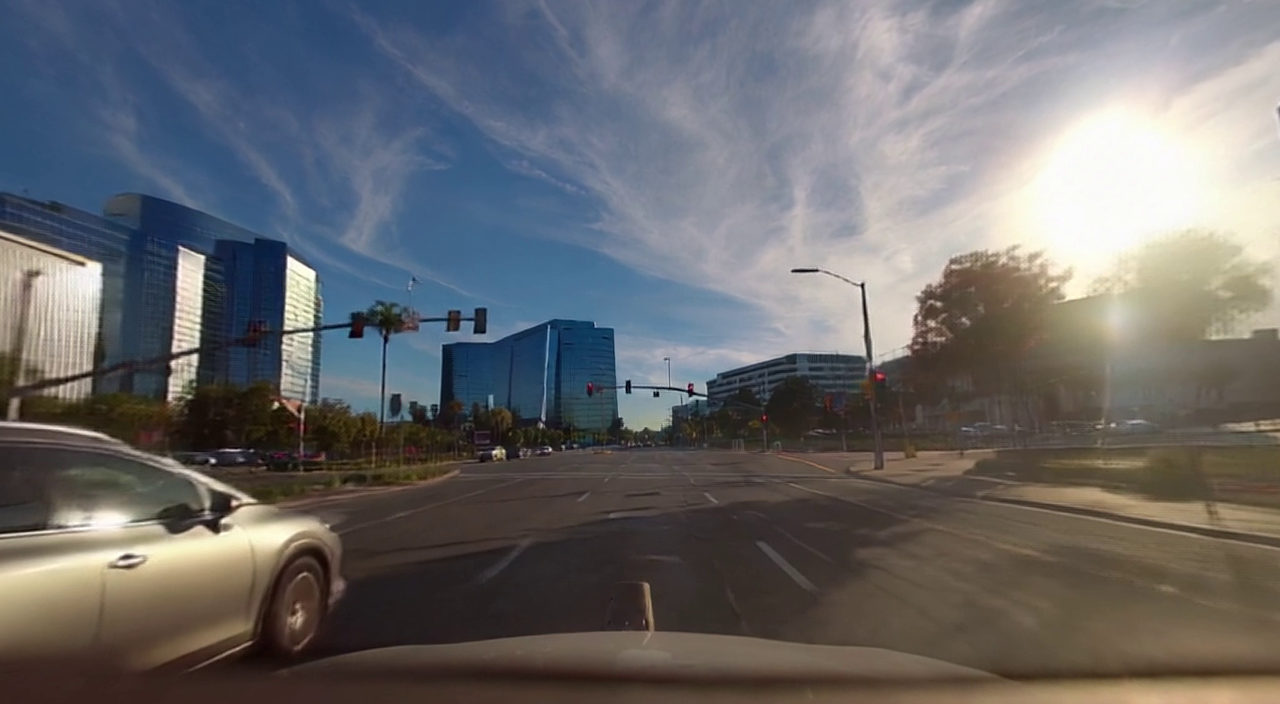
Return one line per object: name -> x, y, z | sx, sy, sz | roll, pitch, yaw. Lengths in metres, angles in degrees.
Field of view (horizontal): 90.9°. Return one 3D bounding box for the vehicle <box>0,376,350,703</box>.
vehicle -> -3.205, 0.853, 2.050 | 2.162, 1.549, 4.795 | 0, -8, 1
